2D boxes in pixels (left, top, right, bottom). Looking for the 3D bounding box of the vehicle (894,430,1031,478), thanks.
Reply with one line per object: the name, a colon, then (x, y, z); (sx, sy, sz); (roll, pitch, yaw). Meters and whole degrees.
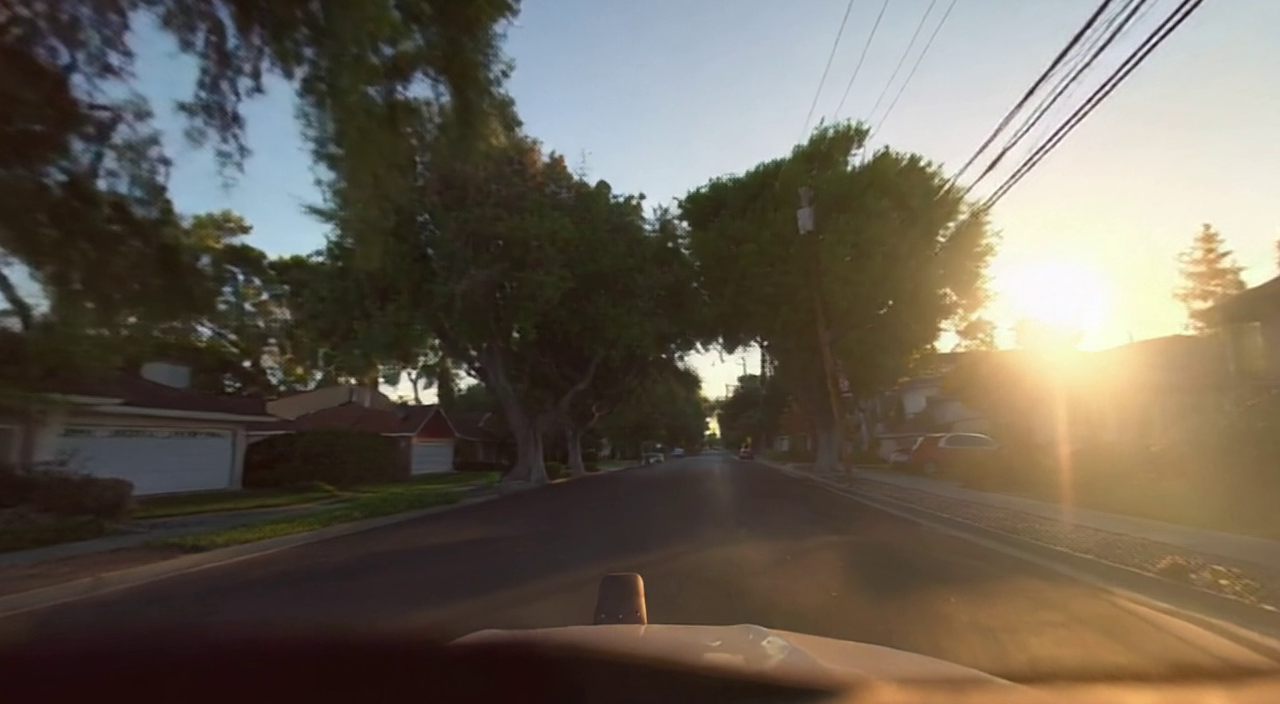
vehicle: (13.548, 4.319, 26.811); (4.555, 1.803, 2.151); (-2, -9, 4)
